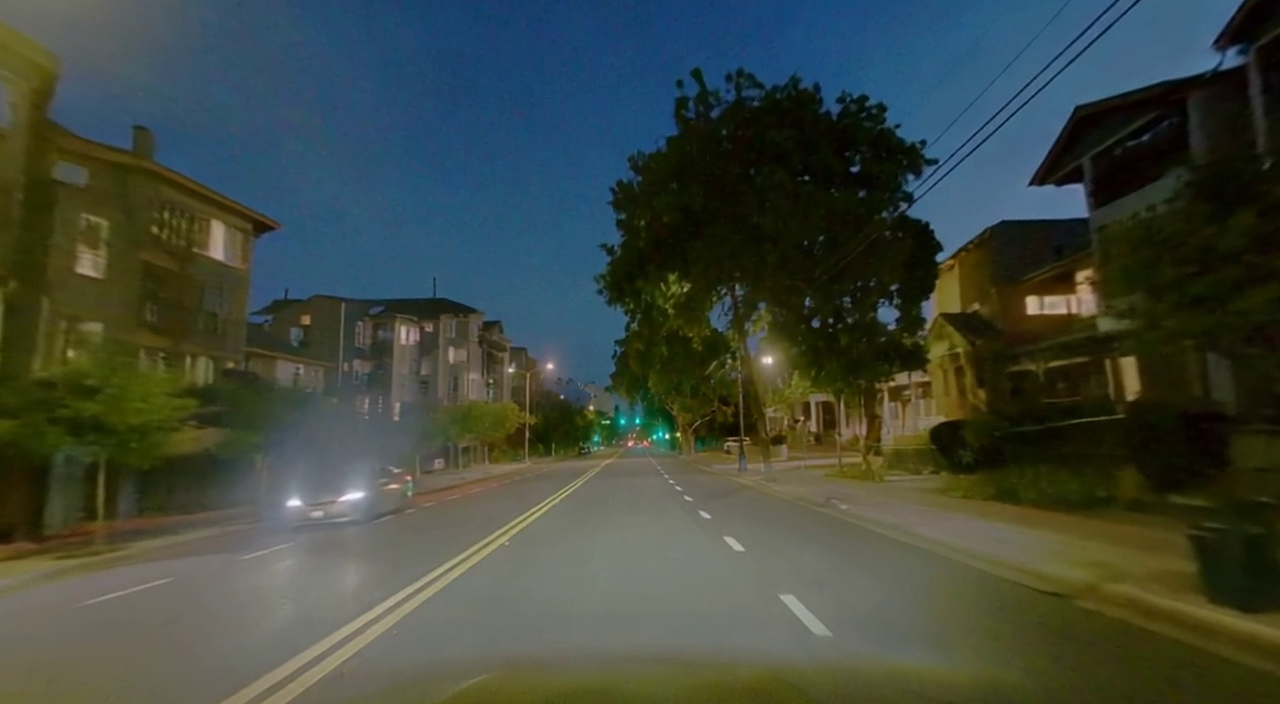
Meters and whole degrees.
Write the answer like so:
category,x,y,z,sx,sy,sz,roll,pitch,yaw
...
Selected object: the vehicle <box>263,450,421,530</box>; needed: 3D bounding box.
category,x,y,z,sx,sy,sz,roll,pitch,yaw
vehicle,-7.407,3.405,16.255,2.010,1.553,4.312,-5,-8,0
